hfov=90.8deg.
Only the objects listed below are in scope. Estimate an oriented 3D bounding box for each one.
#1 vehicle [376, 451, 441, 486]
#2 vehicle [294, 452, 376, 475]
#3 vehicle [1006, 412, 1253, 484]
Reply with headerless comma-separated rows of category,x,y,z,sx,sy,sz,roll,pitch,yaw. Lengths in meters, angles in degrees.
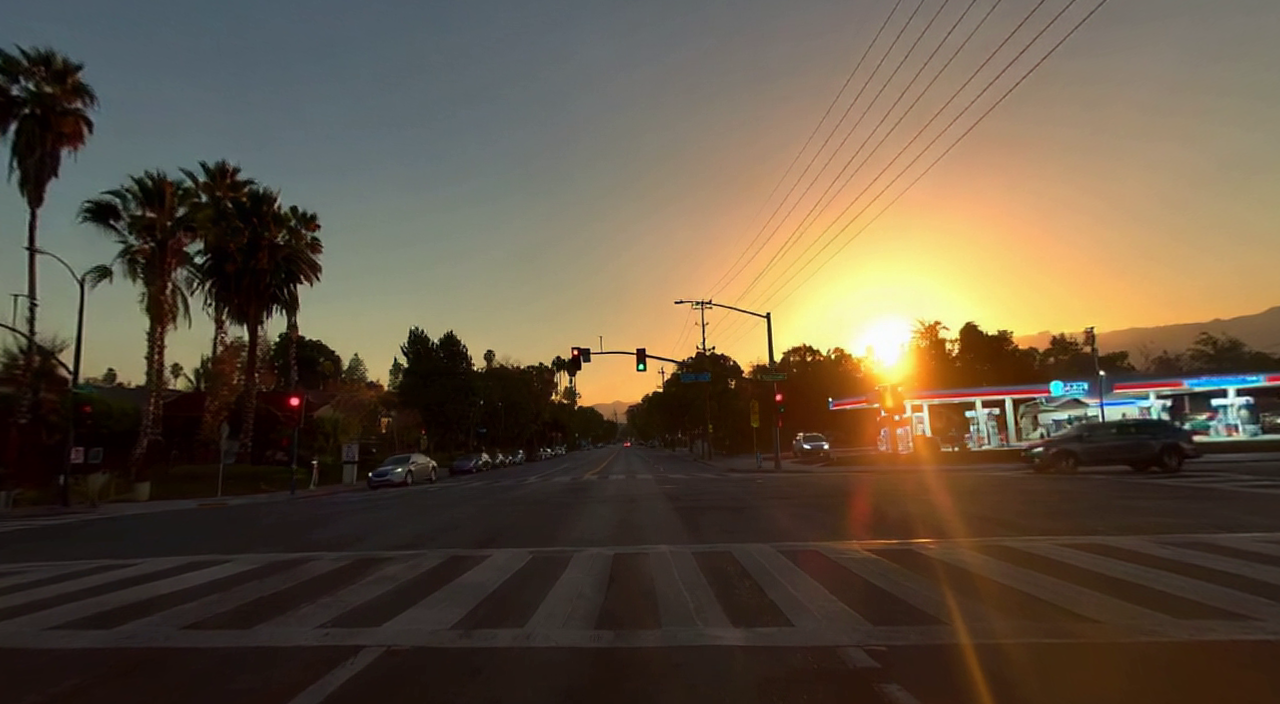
vehicle,-13.052,6.554,35.945,2.009,1.777,4.559,0,-9,-1
vehicle,-20.949,7.670,43.514,4.672,1.469,1.816,-1,-9,-2
vehicle,13.091,2.588,17.137,5.086,1.817,1.952,0,-9,-3
